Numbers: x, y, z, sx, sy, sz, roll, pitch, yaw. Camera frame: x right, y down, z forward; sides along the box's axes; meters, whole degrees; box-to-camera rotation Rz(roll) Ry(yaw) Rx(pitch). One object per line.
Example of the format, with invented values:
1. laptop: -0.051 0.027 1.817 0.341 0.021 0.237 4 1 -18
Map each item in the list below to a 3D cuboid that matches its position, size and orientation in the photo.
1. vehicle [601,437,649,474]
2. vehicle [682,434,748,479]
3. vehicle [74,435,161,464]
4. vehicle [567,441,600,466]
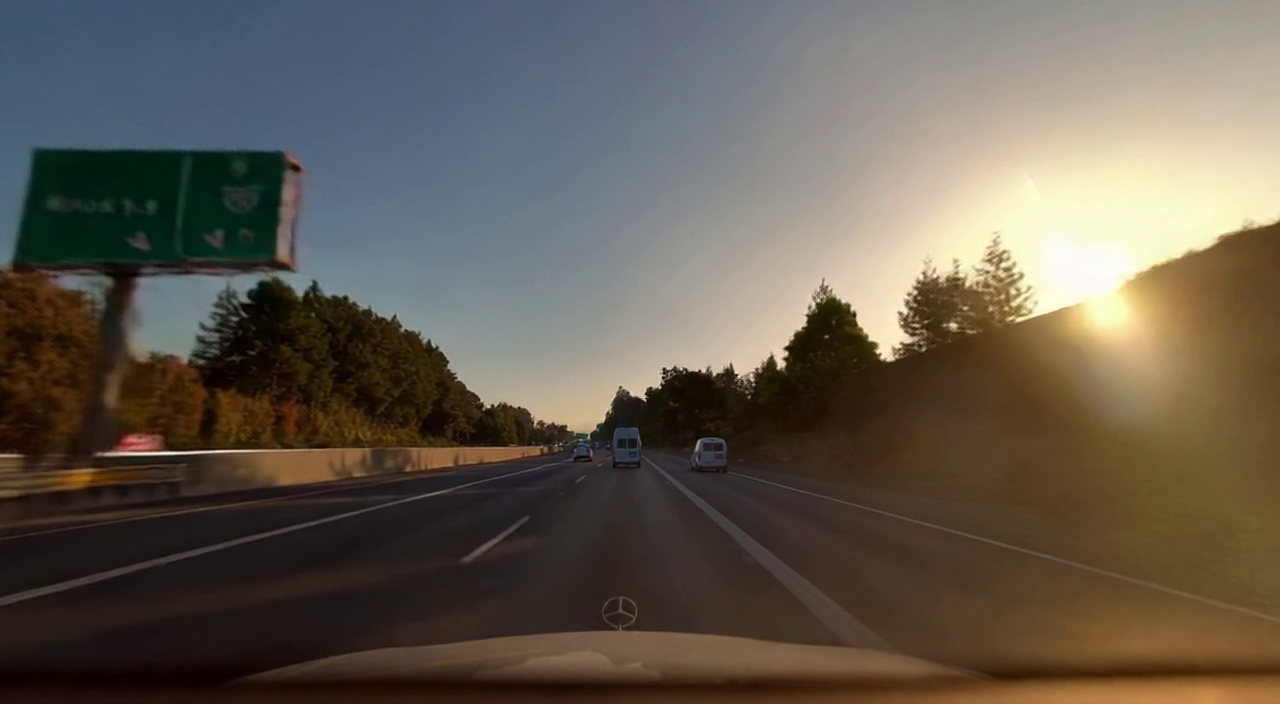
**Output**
1. vehicle: -0.743 5.302 32.575 2.297 1.783 4.355 0 -8 -1
2. vehicle: 3.146 4.505 27.418 2.160 1.759 4.214 0 -8 -2
3. vehicle: -29.082 5.437 35.304 1.601 1.485 3.882 -1 -8 -1
4. vehicle: -4.123 7.463 46.750 2.023 1.709 4.263 0 -8 0
